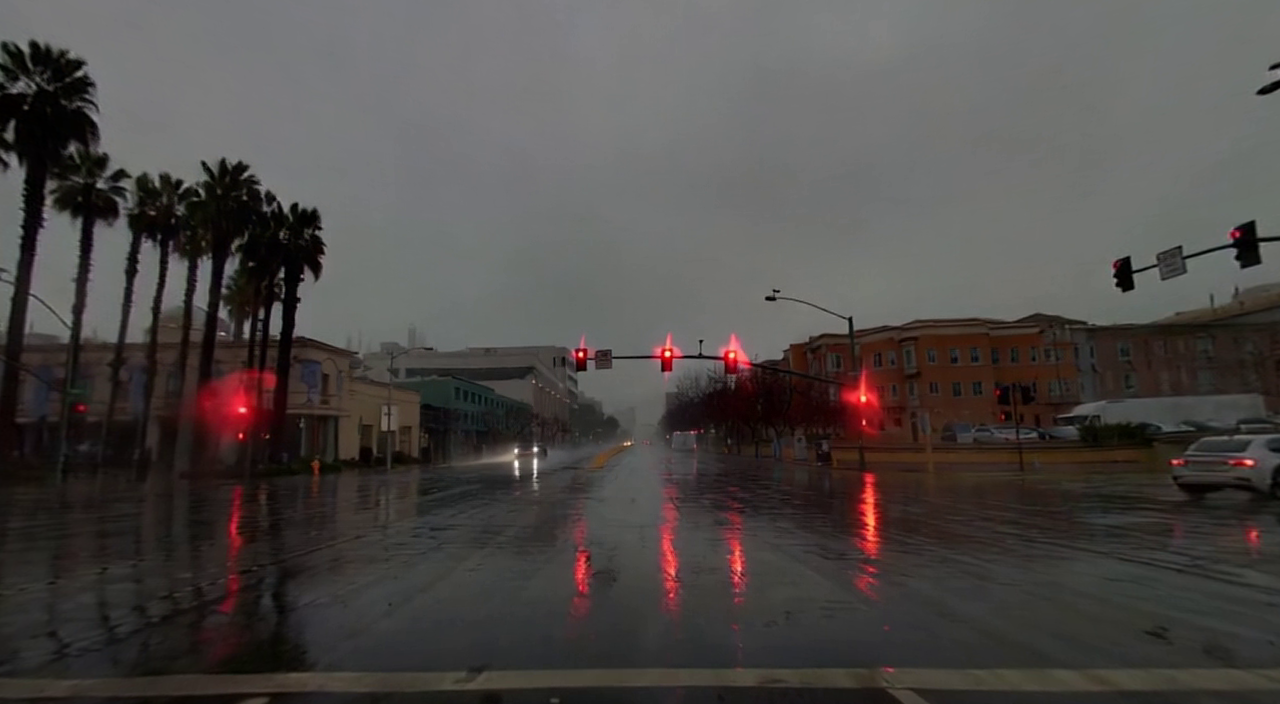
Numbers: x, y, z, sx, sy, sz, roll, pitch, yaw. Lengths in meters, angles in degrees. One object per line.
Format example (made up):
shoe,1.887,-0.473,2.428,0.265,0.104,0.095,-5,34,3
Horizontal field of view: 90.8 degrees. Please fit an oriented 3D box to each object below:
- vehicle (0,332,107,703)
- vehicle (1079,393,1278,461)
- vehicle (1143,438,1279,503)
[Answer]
vehicle,-3.343,0.485,0.321,2.026,1.723,4.832,0,-9,-2
vehicle,32.610,4.756,39.213,2.863,3.609,10.252,0,-8,-3
vehicle,15.580,2.938,15.971,4.520,1.475,2.003,2,-9,-14
